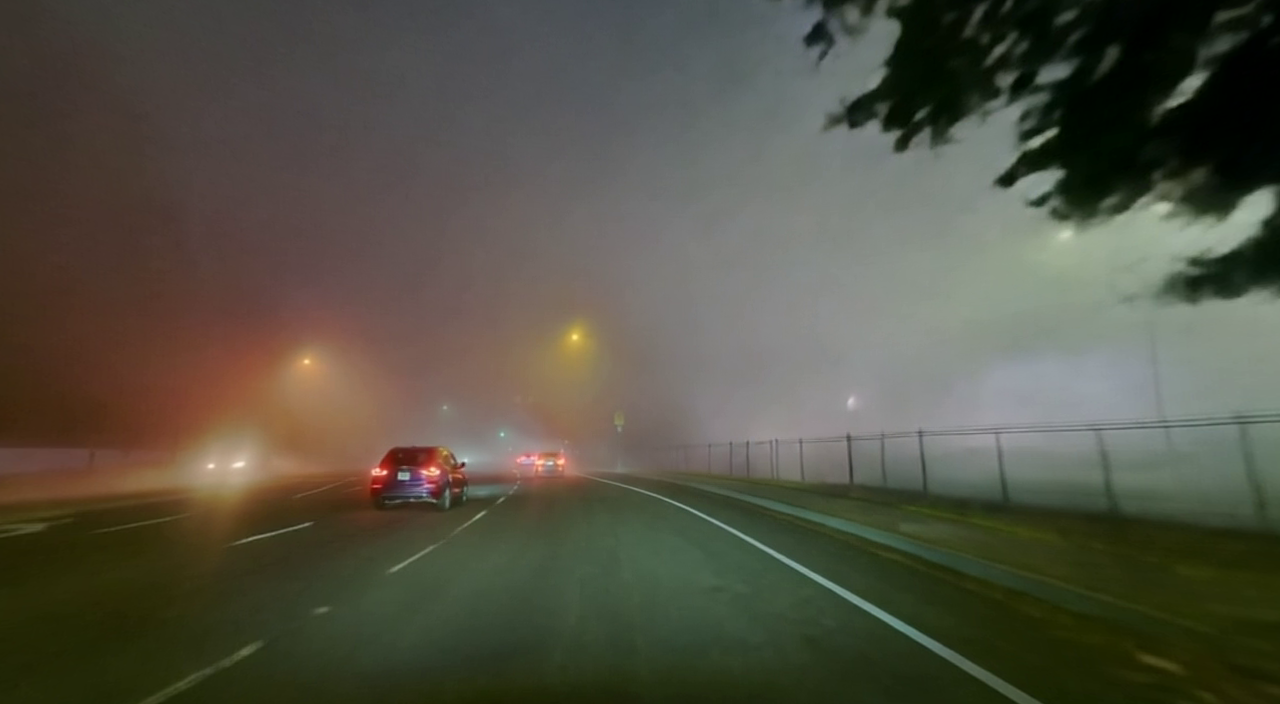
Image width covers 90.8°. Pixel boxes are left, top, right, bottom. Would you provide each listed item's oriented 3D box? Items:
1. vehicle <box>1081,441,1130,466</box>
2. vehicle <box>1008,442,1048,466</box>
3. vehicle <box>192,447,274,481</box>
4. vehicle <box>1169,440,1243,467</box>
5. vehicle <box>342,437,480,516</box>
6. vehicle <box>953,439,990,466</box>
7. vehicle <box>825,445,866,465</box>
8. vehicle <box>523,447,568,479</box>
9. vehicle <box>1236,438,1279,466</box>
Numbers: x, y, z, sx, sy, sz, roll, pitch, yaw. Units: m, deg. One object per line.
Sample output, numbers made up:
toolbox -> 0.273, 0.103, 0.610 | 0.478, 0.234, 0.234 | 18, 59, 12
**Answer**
vehicle -> 28.844, 6.262, 39.259 | 2.027, 1.455, 3.838 | -5, -10, 31
vehicle -> 25.496, 6.688, 41.653 | 1.863, 1.456, 4.250 | -4, -9, 27
vehicle -> -23.937, 6.578, 37.436 | 2.214, 1.844, 4.822 | 1, -9, -9
vehicle -> 32.847, 5.879, 36.806 | 1.904, 1.432, 4.640 | -4, -9, 25
vehicle -> -5.548, 3.040, 16.017 | 2.105, 1.676, 4.541 | 1, -8, -5
vehicle -> 23.022, 6.919, 43.734 | 1.942, 1.726, 5.194 | -5, -10, 29
vehicle -> 15.896, 7.939, 48.741 | 1.934, 1.423, 4.008 | -6, -11, 34
vehicle -> -4.871, 5.698, 32.723 | 2.147, 1.474, 4.083 | 1, -9, -8
vehicle -> 35.513, 5.558, 35.169 | 2.095, 1.470, 4.336 | -4, -9, 26
